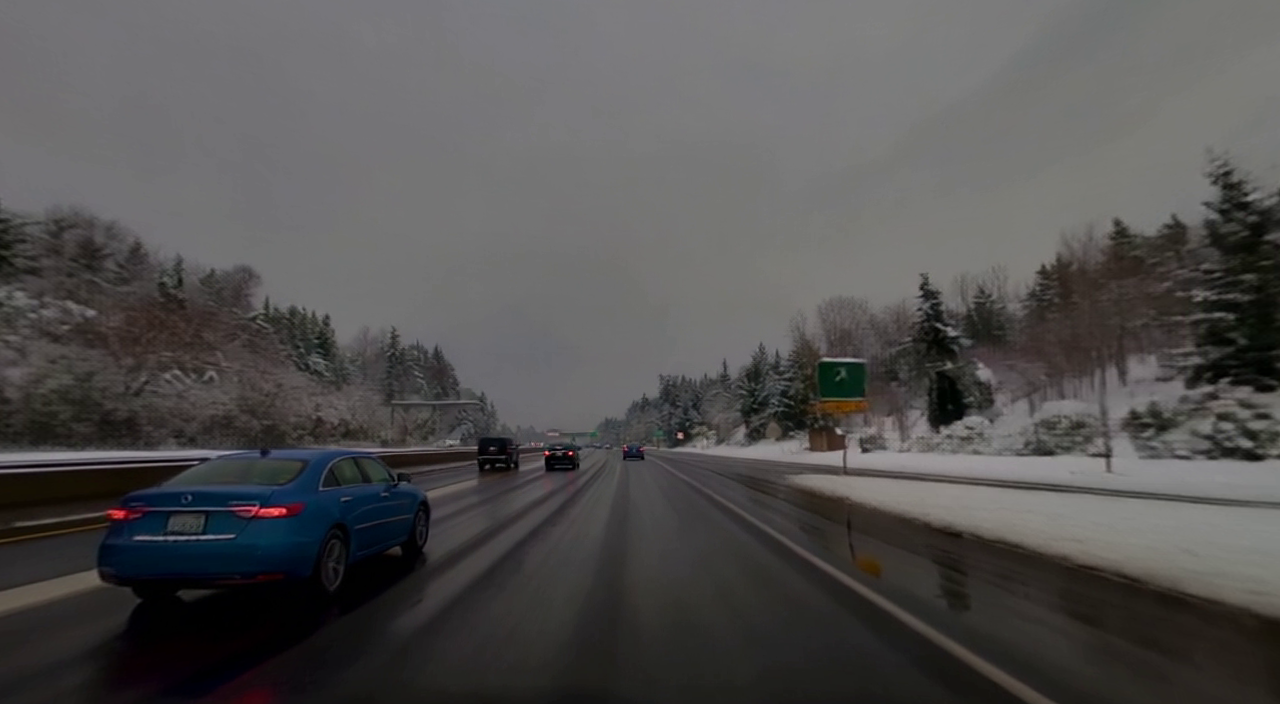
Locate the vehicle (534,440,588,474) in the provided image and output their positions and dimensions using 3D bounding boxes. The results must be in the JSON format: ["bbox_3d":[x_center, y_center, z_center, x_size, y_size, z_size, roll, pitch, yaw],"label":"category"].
[{"bbox_3d":[-3.660,4.948,29.985,2.068,1.501,4.395,0,-8,-1],"label":"vehicle"}]

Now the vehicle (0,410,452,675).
[{"bbox_3d":[-3.444,1.426,5.913,2.025,1.506,4.429,0,-8,0],"label":"vehicle"}]

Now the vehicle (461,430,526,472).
[{"bbox_3d":[-7.544,5.172,33.154,2.171,1.982,5.246,0,-8,-1],"label":"vehicle"}]

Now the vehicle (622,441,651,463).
[{"bbox_3d":[-0.308,7.315,46.193,2.018,1.508,4.087,0,-8,-2],"label":"vehicle"}]
